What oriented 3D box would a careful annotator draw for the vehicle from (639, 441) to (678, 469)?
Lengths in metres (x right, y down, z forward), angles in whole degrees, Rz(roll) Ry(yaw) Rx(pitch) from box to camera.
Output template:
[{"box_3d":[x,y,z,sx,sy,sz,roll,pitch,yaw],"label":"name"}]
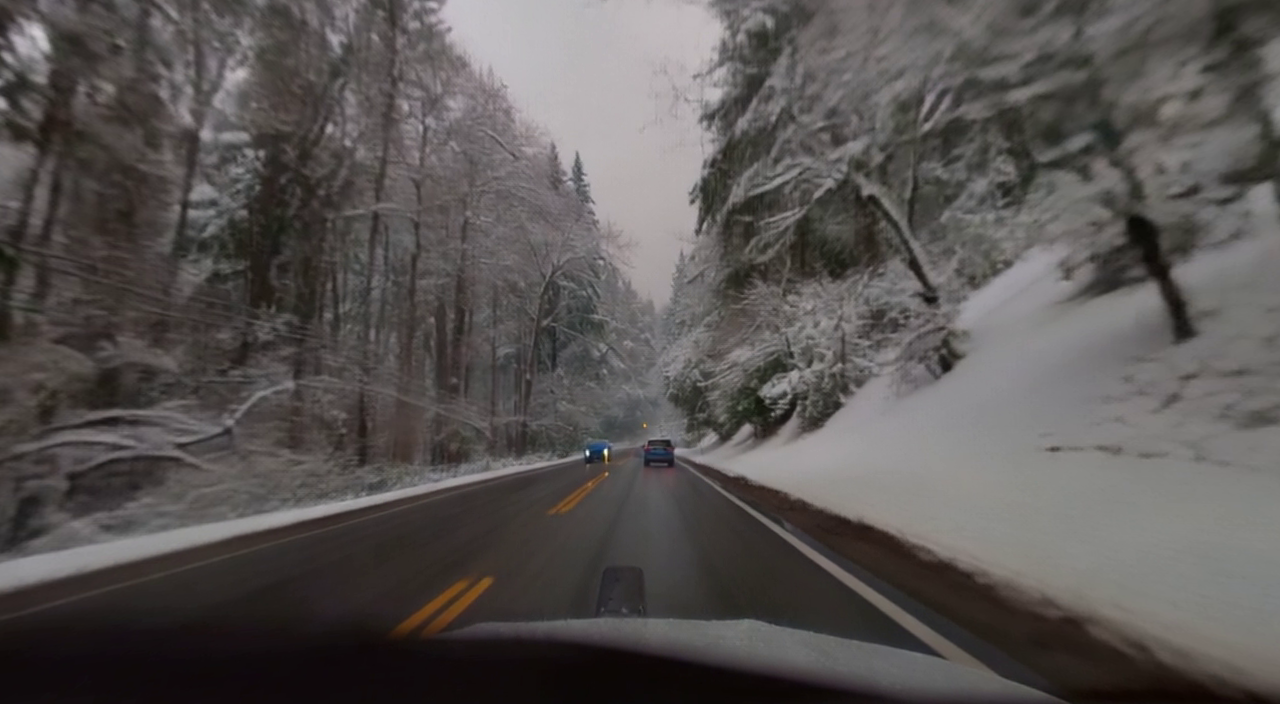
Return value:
[{"box_3d":[0.998,5.938,36.581,2.120,1.491,4.349,0,-8,0],"label":"vehicle"}]
